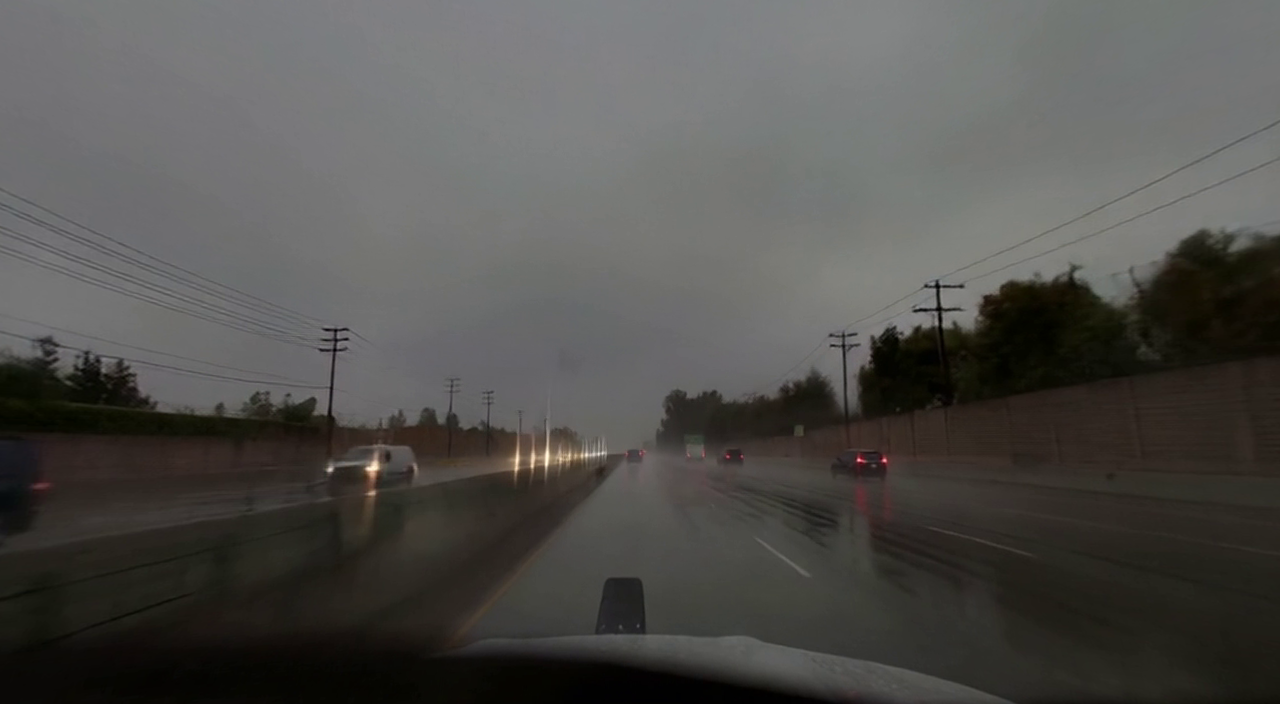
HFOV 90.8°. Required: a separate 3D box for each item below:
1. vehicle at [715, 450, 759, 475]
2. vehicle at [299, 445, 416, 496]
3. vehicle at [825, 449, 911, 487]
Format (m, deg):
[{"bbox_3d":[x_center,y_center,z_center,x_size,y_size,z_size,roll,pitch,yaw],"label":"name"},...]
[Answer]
[{"bbox_3d":[6.312,7.189,41.505,2.069,1.520,4.614,0,-9,-1],"label":"vehicle"},{"bbox_3d":[-9.982,4.192,22.789,2.170,1.635,4.356,0,-9,0],"label":"vehicle"},{"bbox_3d":[9.680,4.936,27.239,1.969,1.506,4.422,0,-9,-1],"label":"vehicle"}]
